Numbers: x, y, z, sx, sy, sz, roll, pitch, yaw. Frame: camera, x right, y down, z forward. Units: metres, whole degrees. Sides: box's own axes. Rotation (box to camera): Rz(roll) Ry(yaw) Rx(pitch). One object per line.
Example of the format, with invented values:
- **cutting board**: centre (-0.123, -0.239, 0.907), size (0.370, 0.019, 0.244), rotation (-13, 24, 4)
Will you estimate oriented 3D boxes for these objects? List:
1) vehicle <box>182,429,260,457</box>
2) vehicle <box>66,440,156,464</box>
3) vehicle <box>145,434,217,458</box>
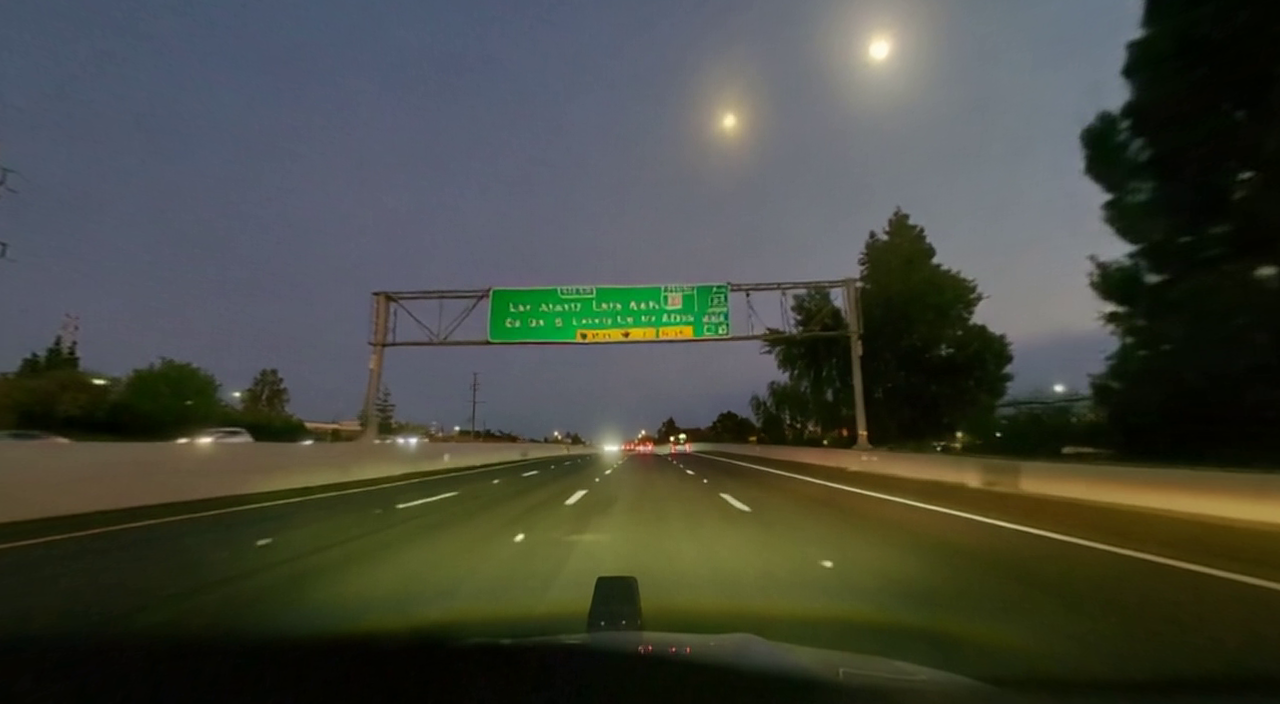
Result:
- **vehicle**: centre (-26.397, 5.749, 39.898), size (1.924, 1.655, 4.406), rotation (-1, -8, -1)
- **vehicle**: centre (-33.861, 6.417, 40.527), size (1.702, 1.418, 4.680), rotation (-1, -8, 0)
- **vehicle**: centre (-30.033, 6.176, 41.395), size (1.752, 1.503, 3.977), rotation (-1, -8, 0)
